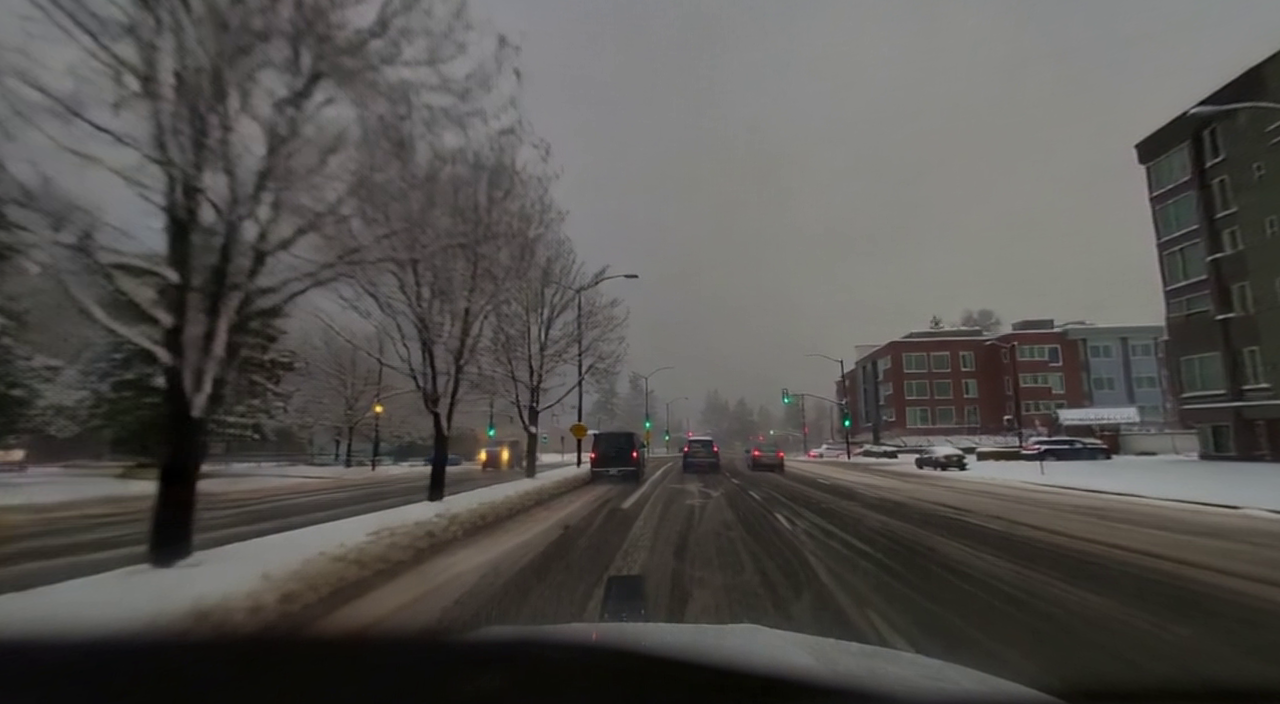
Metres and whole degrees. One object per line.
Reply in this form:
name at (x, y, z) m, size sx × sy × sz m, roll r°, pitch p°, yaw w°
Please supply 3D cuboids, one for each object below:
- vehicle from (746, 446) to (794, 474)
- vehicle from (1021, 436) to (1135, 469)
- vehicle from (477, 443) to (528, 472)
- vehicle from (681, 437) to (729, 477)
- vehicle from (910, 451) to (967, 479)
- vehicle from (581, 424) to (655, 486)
vehicle at (7.541, 6.296, 37.003) m, size 2.075 × 1.486 × 4.316 m, roll 0°, pitch -9°, yaw 3°
vehicle at (26.344, 6.071, 38.126) m, size 5.050 × 1.756 × 2.206 m, roll -3°, pitch -10°, yaw 6°
vehicle at (-8.806, 6.786, 40.808) m, size 2.098 × 1.760 × 4.654 m, roll 0°, pitch -9°, yaw 3°
vehicle at (3.230, 5.284, 31.959) m, size 2.222 × 1.841 × 4.031 m, roll -1°, pitch -9°, yaw 4°
vehicle at (17.227, 6.501, 36.570) m, size 1.706 × 1.474 × 3.761 m, roll -1°, pitch -9°, yaw 5°
vehicle at (-0.726, 3.999, 24.697) m, size 2.396 × 2.143 × 4.824 m, roll -1°, pitch -9°, yaw 4°
